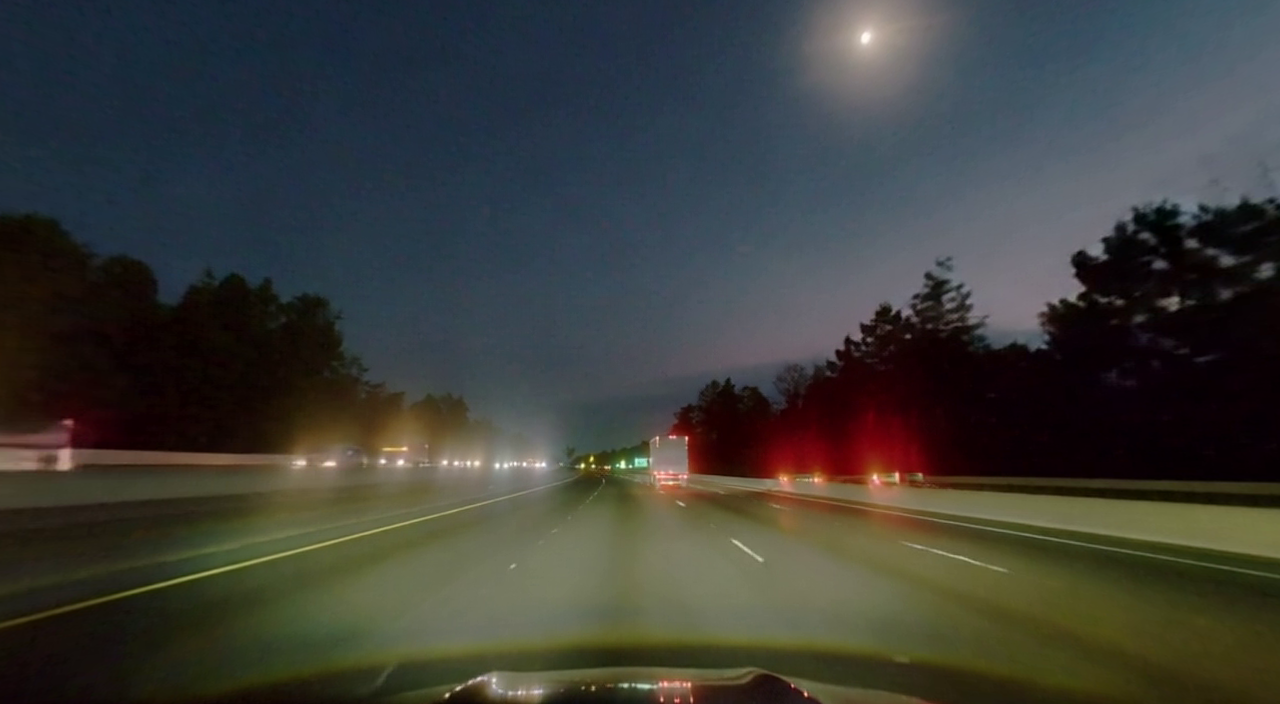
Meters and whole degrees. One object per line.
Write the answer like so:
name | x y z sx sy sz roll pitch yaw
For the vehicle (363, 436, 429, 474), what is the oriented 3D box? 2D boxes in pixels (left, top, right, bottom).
vehicle | -16.675 7.175 43.419 2.228 2.396 5.865 1 -11 -1

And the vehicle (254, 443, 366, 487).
vehicle | -12.265 4.276 23.796 1.858 1.451 4.401 1 -11 -1
